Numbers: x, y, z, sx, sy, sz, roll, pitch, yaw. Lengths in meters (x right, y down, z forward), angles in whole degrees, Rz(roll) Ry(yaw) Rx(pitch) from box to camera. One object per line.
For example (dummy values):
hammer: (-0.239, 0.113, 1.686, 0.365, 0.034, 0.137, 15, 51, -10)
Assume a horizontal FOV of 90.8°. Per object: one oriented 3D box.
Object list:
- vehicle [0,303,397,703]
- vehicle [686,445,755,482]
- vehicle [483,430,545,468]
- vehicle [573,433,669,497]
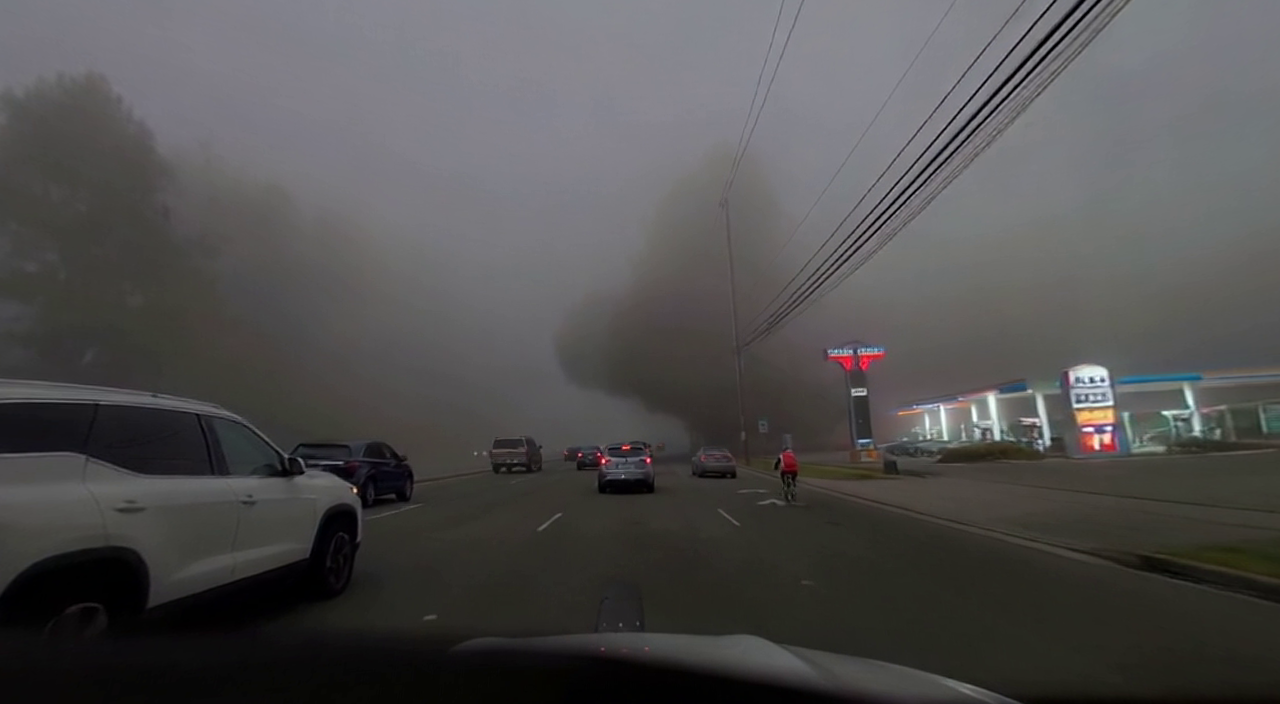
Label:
vehicle: (-3.228, 0.838, 3.467, 1.922, 1.642, 4.547, 0, -8, 1)
vehicle: (3.040, 4.329, 24.926, 2.065, 1.302, 4.416, 0, -8, -1)
vehicle: (-6.814, 5.338, 34.767, 2.385, 1.918, 5.056, 0, -8, 0)
vehicle: (-0.444, 2.890, 16.508, 2.189, 1.437, 4.135, 0, -8, 0)
